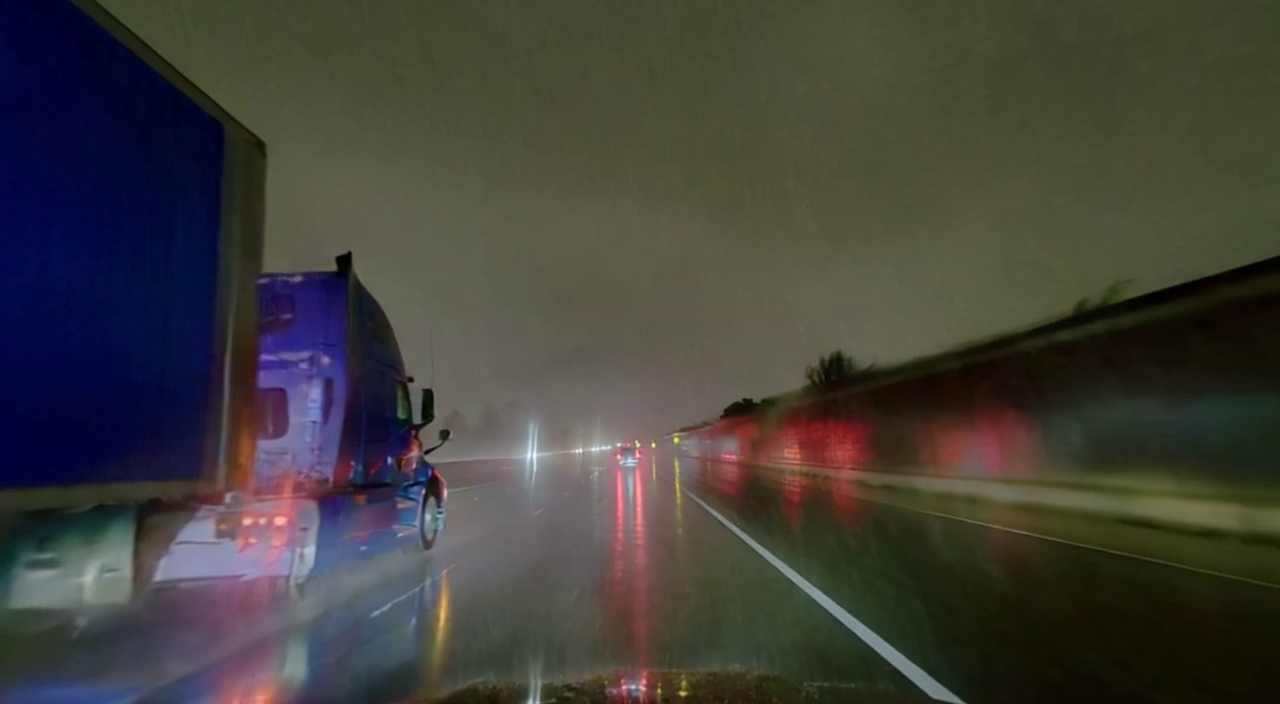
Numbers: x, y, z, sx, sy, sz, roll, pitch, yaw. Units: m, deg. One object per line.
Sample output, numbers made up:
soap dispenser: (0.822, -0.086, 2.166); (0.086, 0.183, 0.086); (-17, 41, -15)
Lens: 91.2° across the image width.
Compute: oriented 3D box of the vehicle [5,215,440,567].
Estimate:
vehicle: (-4.209, 0.474, 7.092); (3.036, 3.291, 2.419); (0, -9, -2)

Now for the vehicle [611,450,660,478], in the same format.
vehicle: (-0.259, 5.921, 33.449); (2.398, 1.336, 5.698); (0, -9, -1)
